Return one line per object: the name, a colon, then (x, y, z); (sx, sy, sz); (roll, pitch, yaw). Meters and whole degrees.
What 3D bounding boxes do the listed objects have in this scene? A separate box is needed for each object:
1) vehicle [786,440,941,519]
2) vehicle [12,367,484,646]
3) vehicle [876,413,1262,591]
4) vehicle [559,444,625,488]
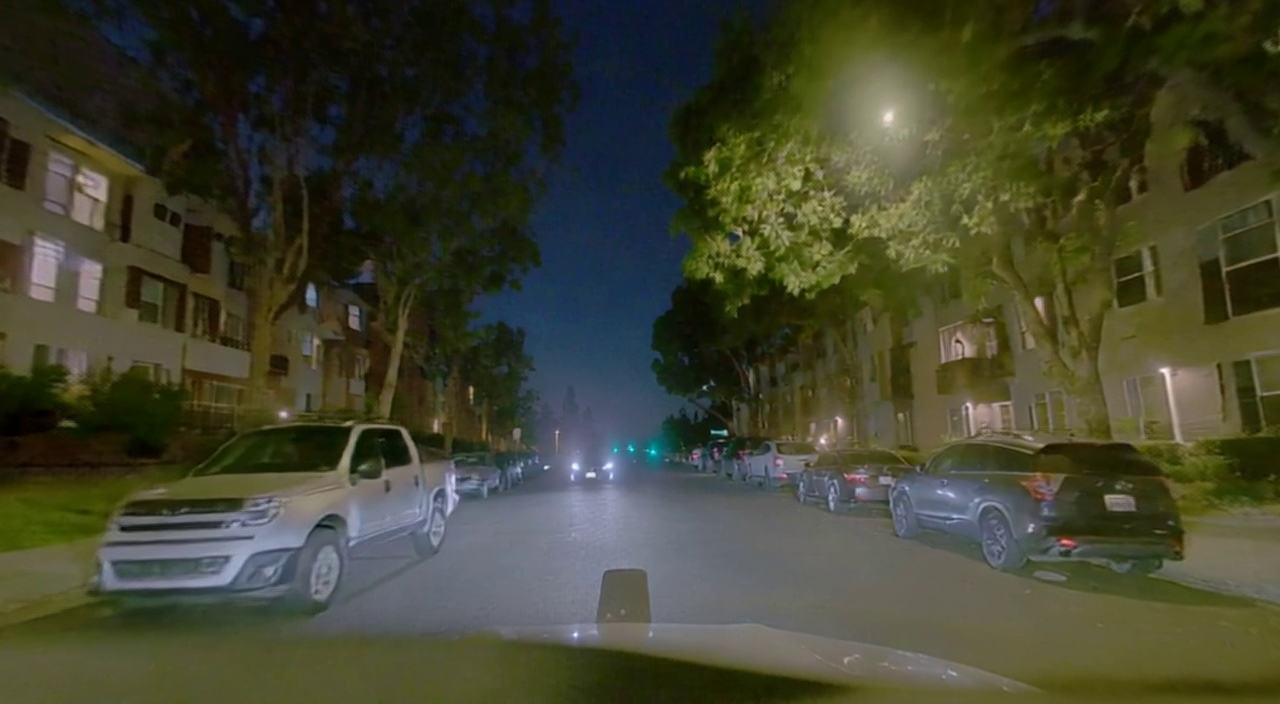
vehicle: (5.005, 2.897, 14.904); (1.876, 1.538, 4.447); (0, -9, -2)
vehicle: (-3.514, 1.503, 7.230); (2.197, 2.047, 4.985); (0, -9, 0)
vehicle: (5.095, 1.818, 8.548); (1.937, 1.722, 4.575); (0, -9, -1)
vehicle: (-1.710, 4.299, 24.149); (1.971, 1.476, 4.593); (-1, -9, 3)
